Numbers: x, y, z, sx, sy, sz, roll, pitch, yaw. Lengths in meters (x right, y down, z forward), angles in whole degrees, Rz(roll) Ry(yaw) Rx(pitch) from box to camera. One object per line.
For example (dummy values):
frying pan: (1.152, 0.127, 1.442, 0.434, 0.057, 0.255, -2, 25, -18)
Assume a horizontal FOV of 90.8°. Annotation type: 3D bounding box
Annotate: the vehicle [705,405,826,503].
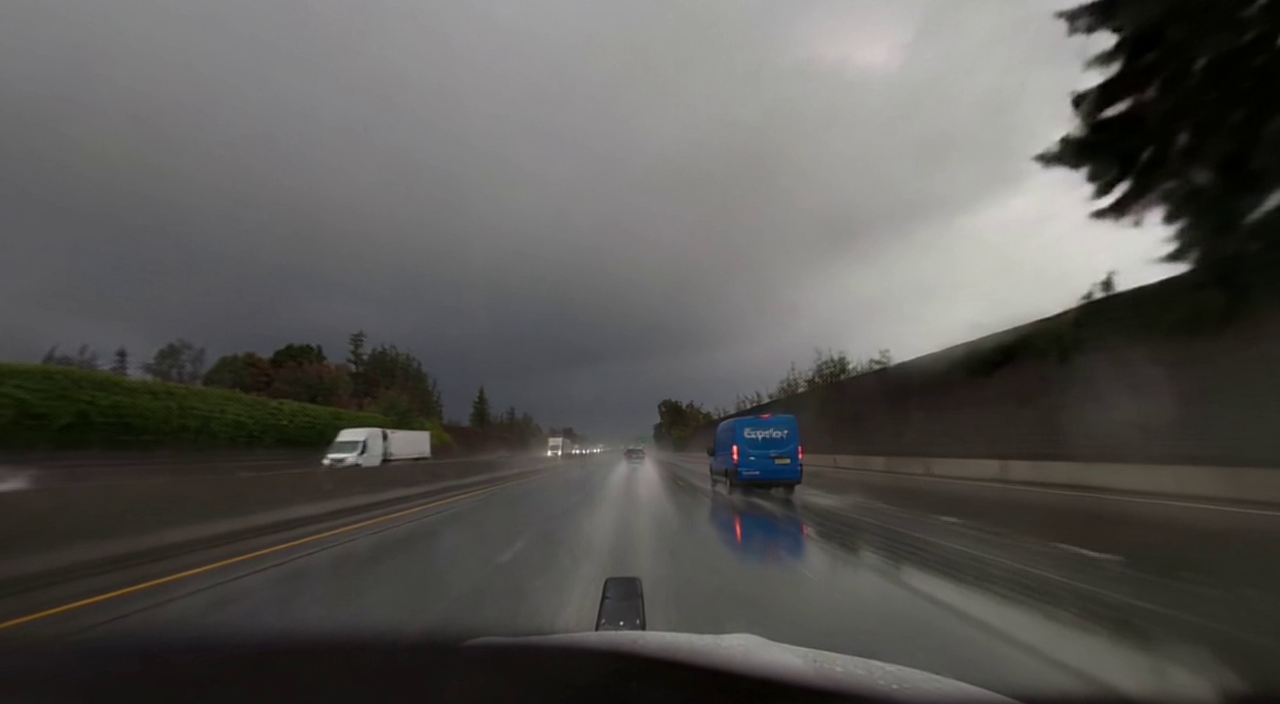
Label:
vehicle: (3.628, 3.170, 19.708, 2.373, 2.561, 5.922, 0, -9, -2)
